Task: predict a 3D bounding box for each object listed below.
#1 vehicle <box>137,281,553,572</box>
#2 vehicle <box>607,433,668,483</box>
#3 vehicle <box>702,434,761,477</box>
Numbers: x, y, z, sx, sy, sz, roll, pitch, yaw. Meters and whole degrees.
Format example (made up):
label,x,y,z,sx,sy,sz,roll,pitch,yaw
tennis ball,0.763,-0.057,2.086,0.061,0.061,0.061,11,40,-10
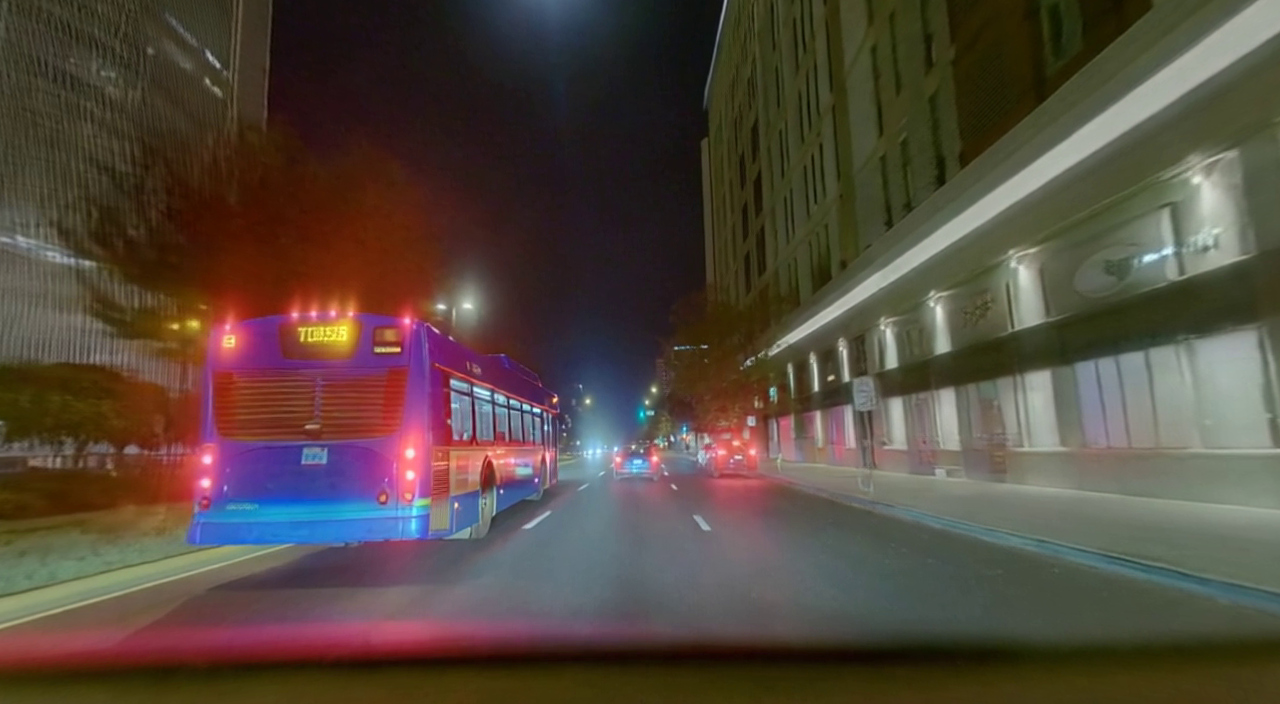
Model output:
label,x,y,z,sx,sy,sz,roll,pitch,yaw
vehicle,-3.501,1.140,10.588,2.920,2.884,8.588,0,-6,-1
vehicle,-0.060,3.992,24.036,2.120,1.727,3.917,0,-8,1
vehicle,4.139,4.743,29.161,2.138,1.787,4.522,0,-8,1
